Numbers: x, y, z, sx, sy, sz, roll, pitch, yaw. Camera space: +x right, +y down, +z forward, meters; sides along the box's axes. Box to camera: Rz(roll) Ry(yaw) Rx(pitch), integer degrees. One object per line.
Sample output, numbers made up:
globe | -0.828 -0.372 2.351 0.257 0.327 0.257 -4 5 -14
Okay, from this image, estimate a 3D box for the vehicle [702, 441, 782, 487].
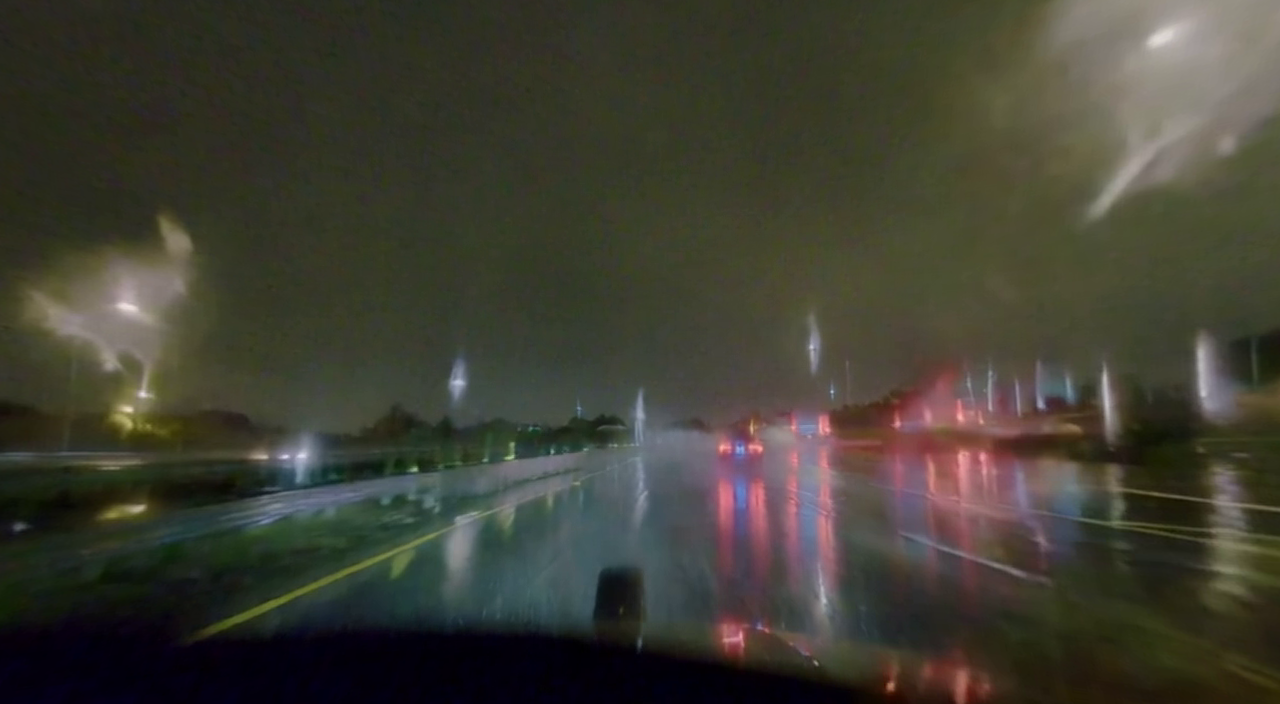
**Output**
vehicle | 3.380 3.825 21.738 2.124 1.405 4.398 0 -8 1
